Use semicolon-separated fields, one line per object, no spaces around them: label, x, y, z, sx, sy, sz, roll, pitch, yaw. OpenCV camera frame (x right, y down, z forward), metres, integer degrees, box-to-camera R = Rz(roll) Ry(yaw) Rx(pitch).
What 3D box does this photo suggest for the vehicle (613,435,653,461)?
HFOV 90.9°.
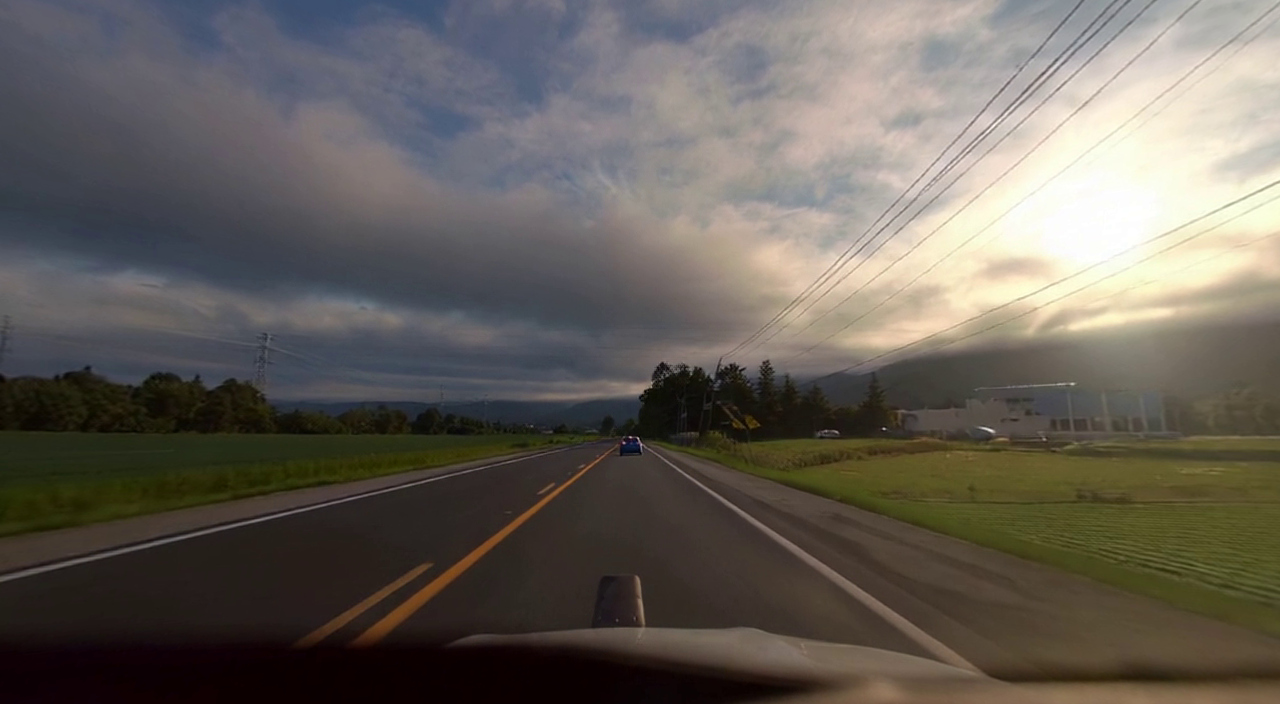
vehicle;-0.433;5.578;36.803;2.241;1.471;3.829;0;-8;-2
